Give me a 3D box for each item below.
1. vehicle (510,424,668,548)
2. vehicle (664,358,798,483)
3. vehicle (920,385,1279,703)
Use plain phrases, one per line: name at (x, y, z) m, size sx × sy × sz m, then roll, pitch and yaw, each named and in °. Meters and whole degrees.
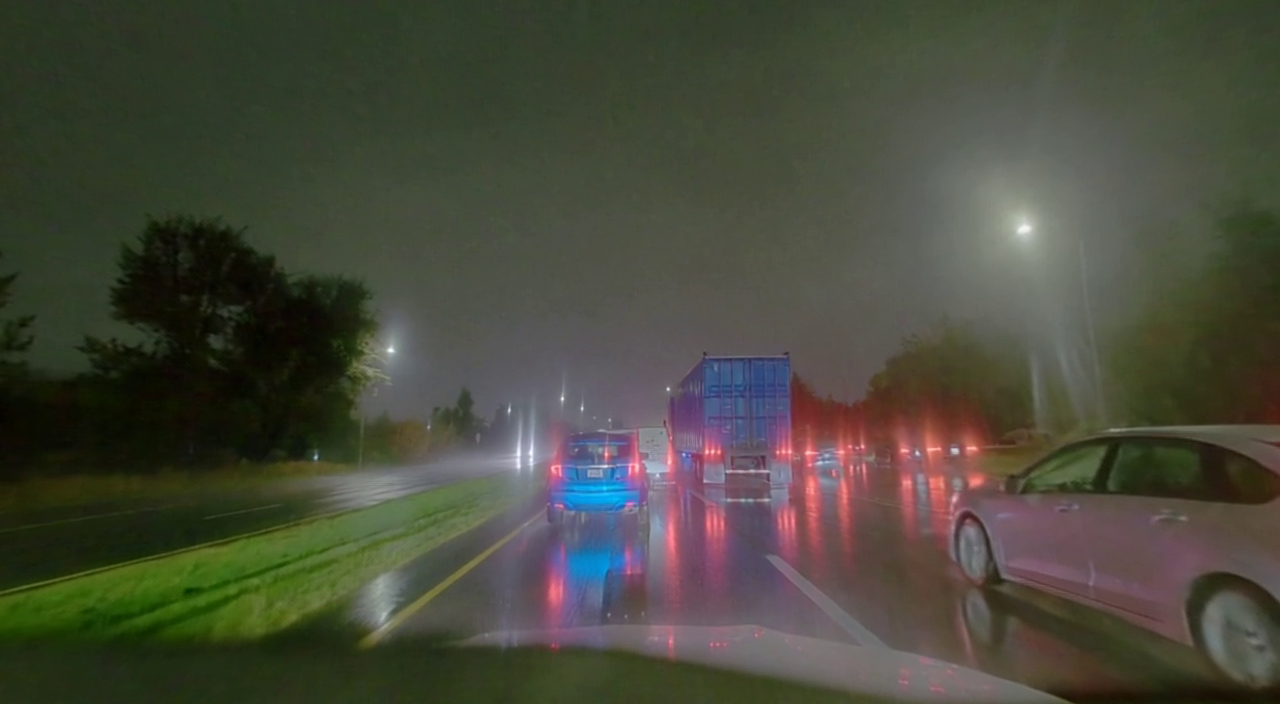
vehicle at (-0.693, 2.005, 10.087) m, size 2.009 × 1.554 × 4.013 m, roll 0°, pitch -8°, yaw -1°
vehicle at (3.447, 3.497, 30.013) m, size 3.591 × 4.290 × 16.696 m, roll 0°, pitch -8°, yaw -1°
vehicle at (3.593, 1.023, 3.427) m, size 1.960 × 1.515 × 4.713 m, roll 0°, pitch -8°, yaw 0°
